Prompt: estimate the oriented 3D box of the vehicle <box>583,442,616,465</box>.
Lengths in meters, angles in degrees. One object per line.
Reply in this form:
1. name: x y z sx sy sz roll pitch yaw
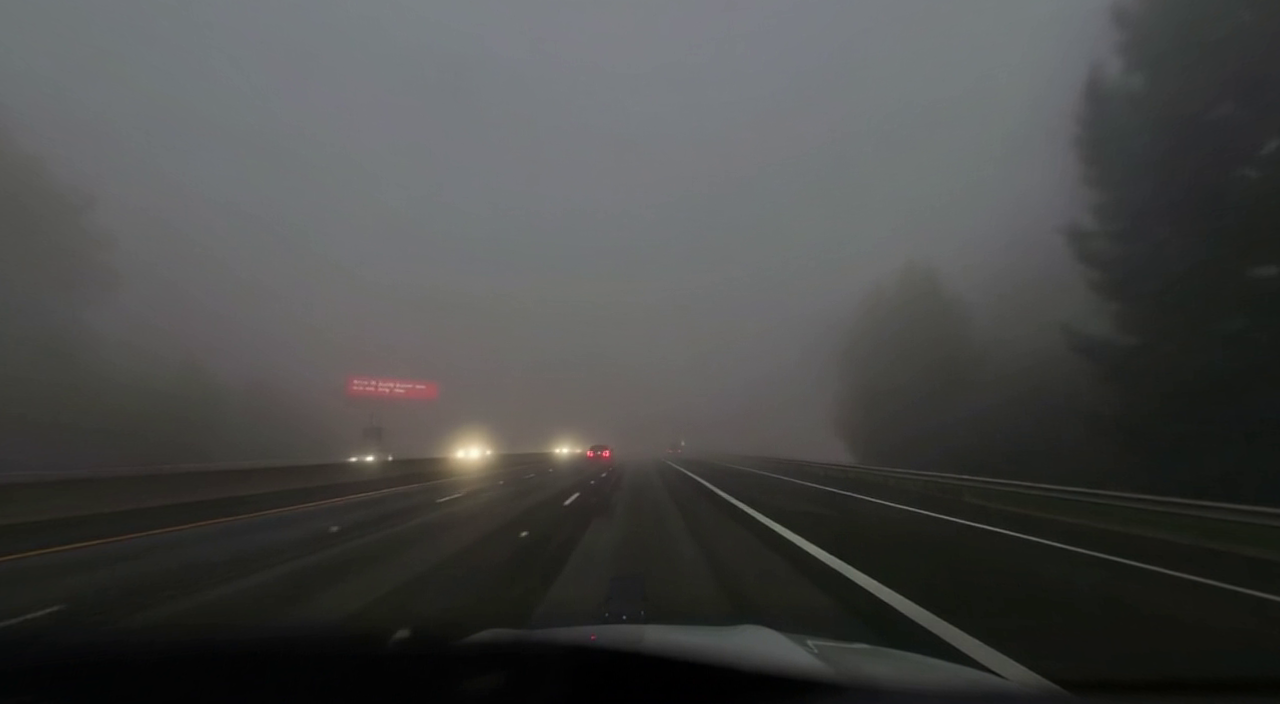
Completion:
1. vehicle: -3.117 7.976 49.695 2.319 1.738 4.355 0 -8 0
